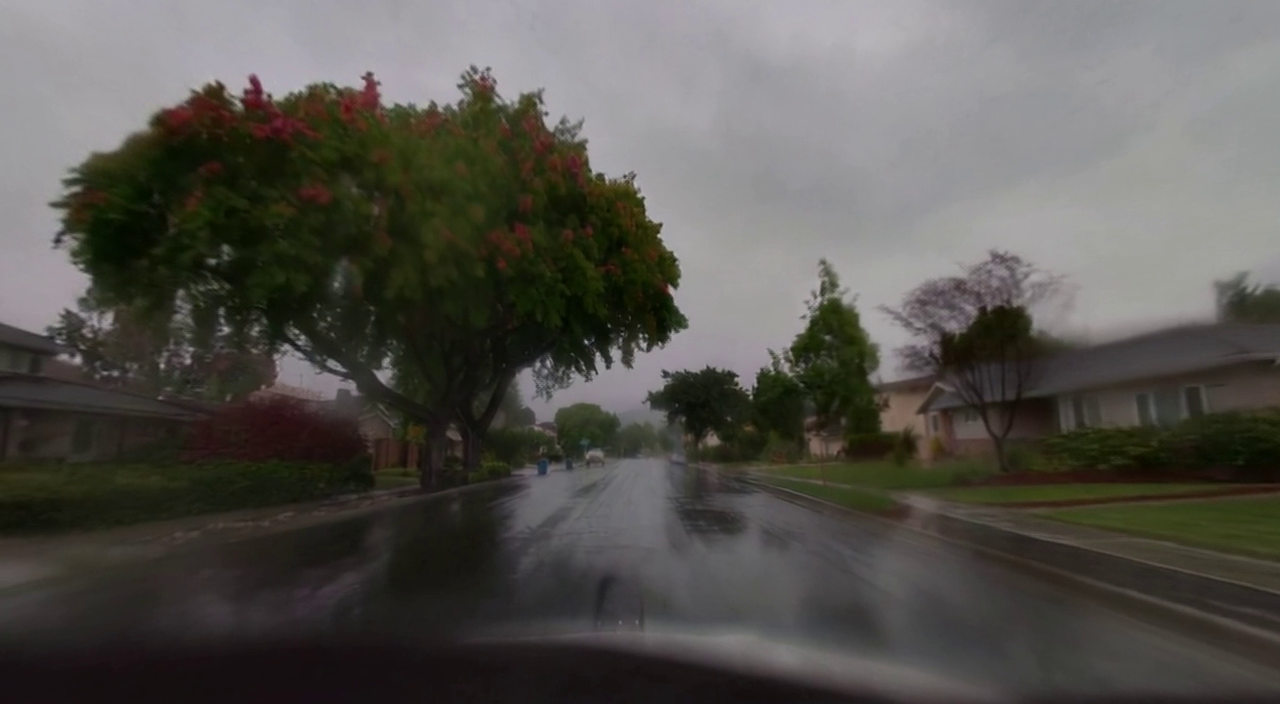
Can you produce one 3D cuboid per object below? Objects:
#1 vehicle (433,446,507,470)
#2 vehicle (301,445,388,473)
[{"bbox_3d":[-12.530,7.853,46.593,4.876,1.733,1.989,0,-9,3],"label":"vehicle"},{"bbox_3d":[-17.261,6.273,36.923,4.112,1.497,1.956,-2,-9,3],"label":"vehicle"}]
